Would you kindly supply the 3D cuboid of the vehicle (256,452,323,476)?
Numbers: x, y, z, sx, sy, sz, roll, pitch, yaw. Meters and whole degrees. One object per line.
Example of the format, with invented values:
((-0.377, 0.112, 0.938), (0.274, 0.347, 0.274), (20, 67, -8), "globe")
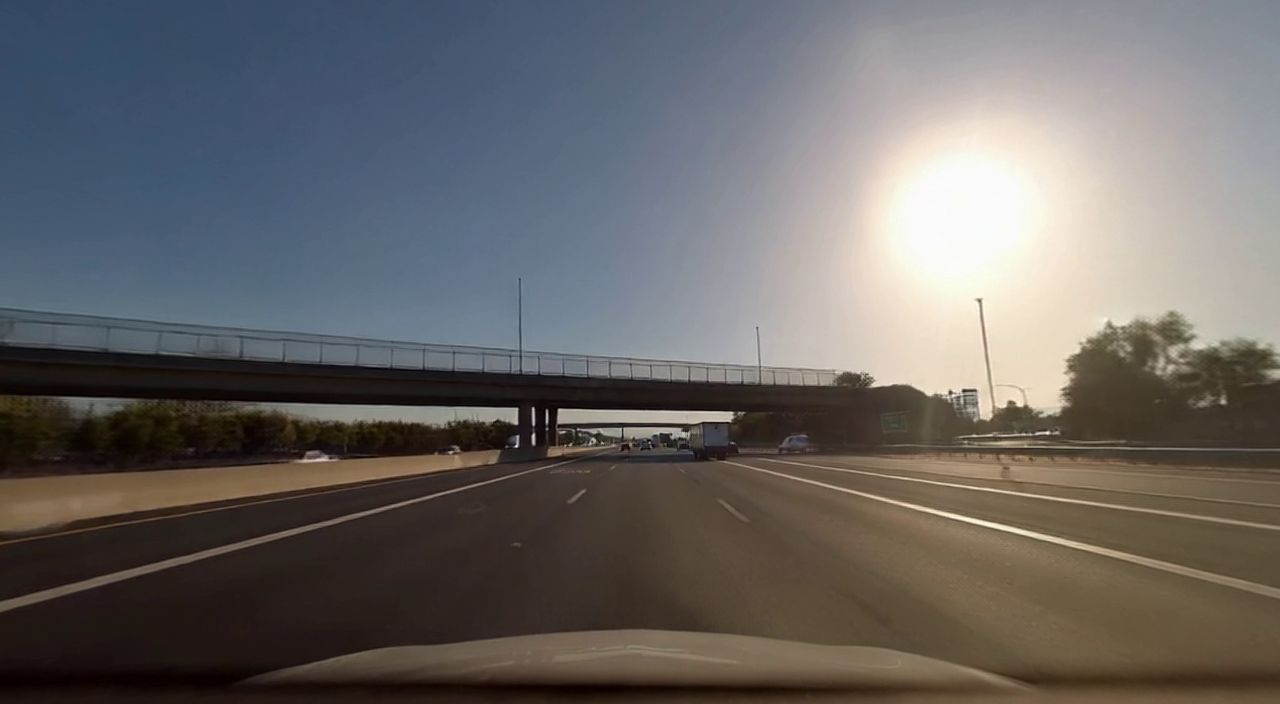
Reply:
((-24.380, 7.811, 44.096), (1.933, 1.476, 4.830), (0, -8, -1), "vehicle")
